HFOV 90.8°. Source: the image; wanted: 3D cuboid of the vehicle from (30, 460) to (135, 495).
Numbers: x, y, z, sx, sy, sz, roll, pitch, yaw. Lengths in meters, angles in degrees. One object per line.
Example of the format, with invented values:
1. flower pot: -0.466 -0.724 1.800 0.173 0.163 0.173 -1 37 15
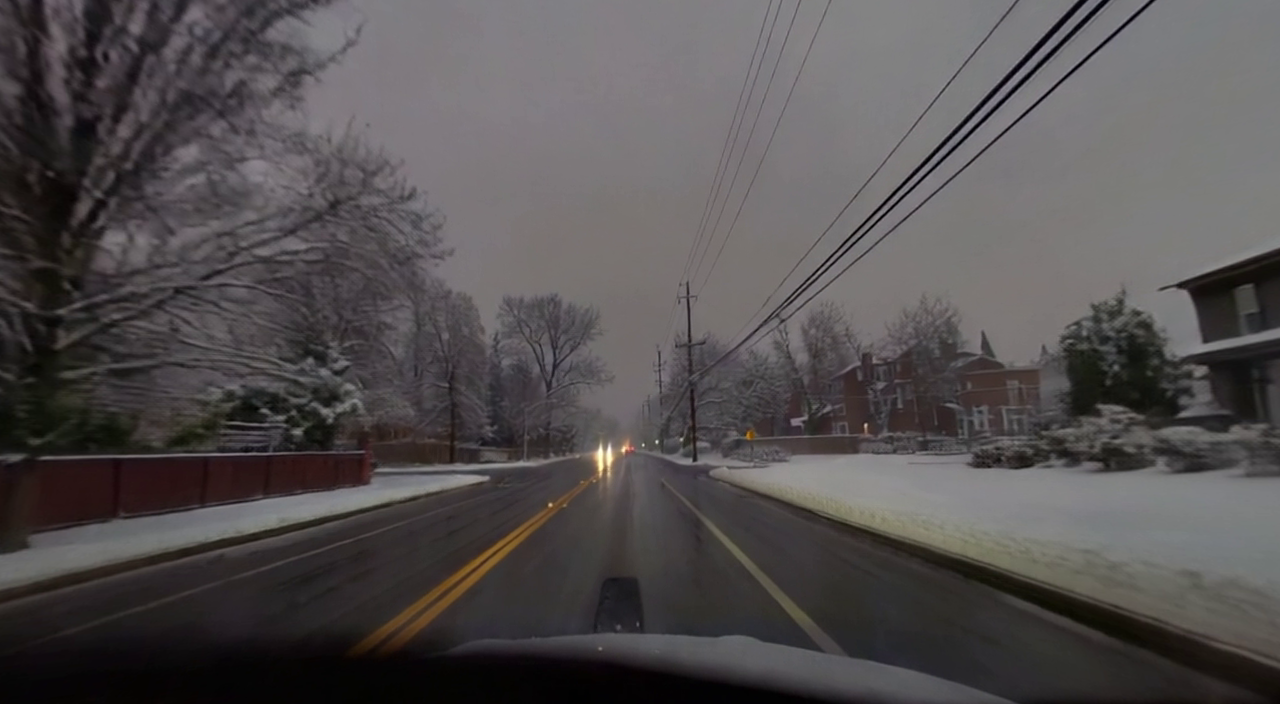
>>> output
1. vehicle: -33.321 7.482 38.009 1.885 1.698 5.050 0 -7 -3
